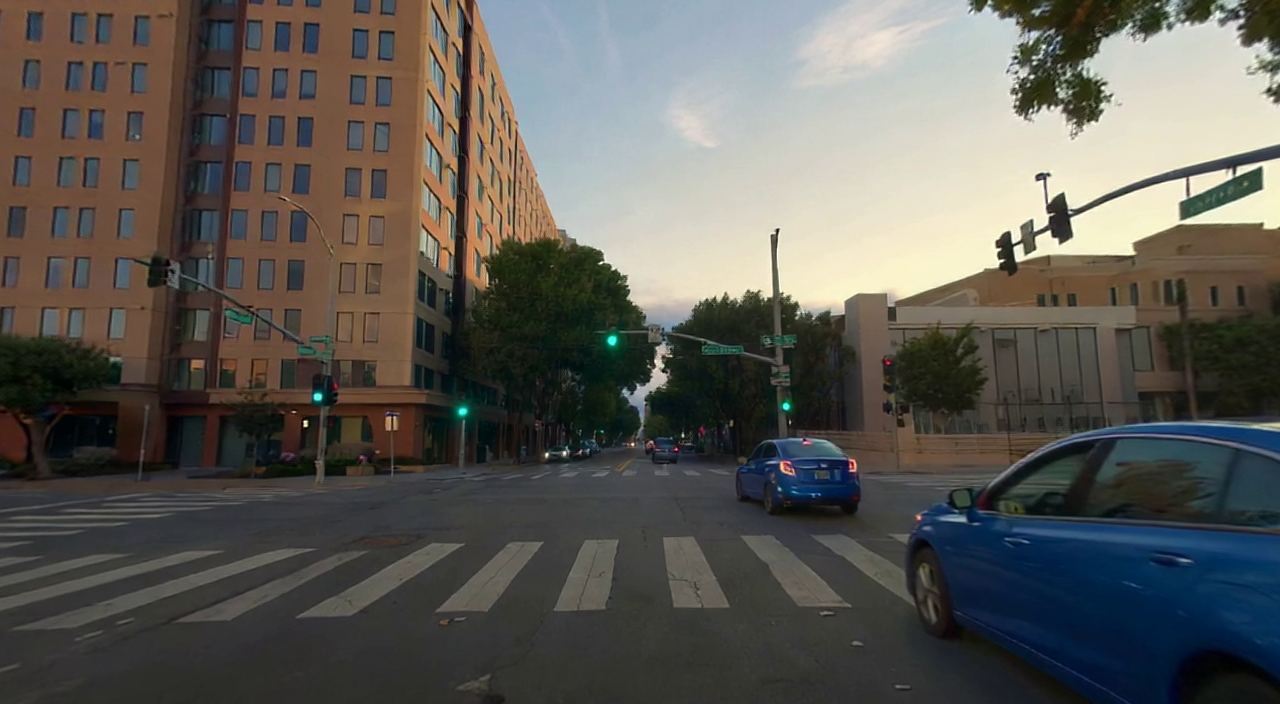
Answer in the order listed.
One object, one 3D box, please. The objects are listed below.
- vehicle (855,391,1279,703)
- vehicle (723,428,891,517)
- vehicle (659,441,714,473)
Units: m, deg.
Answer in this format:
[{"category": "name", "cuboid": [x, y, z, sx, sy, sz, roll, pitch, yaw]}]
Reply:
[{"category": "vehicle", "cuboid": [2.861, 1.037, 3.096, 2.039, 1.470, 4.355, 0, -8, 0]}, {"category": "vehicle", "cuboid": [3.080, 2.335, 12.771, 2.009, 1.443, 4.509, 0, -8, -2]}, {"category": "vehicle", "cuboid": [2.148, 5.015, 30.420, 2.040, 1.421, 4.550, 0, -8, -3]}]
